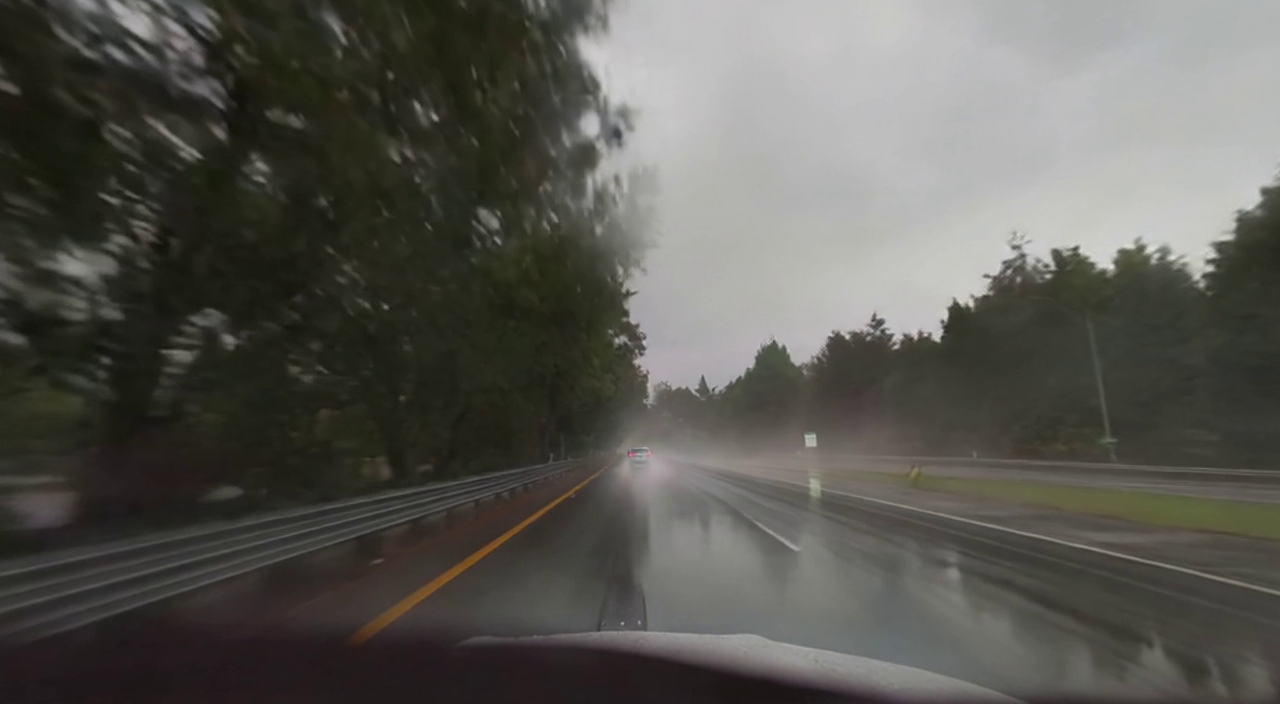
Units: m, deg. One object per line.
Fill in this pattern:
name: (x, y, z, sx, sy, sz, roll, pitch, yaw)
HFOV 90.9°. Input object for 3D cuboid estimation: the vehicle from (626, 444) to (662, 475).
vehicle: (0.216, 6.171, 36.253, 1.987, 1.658, 3.620, 0, -9, 0)
